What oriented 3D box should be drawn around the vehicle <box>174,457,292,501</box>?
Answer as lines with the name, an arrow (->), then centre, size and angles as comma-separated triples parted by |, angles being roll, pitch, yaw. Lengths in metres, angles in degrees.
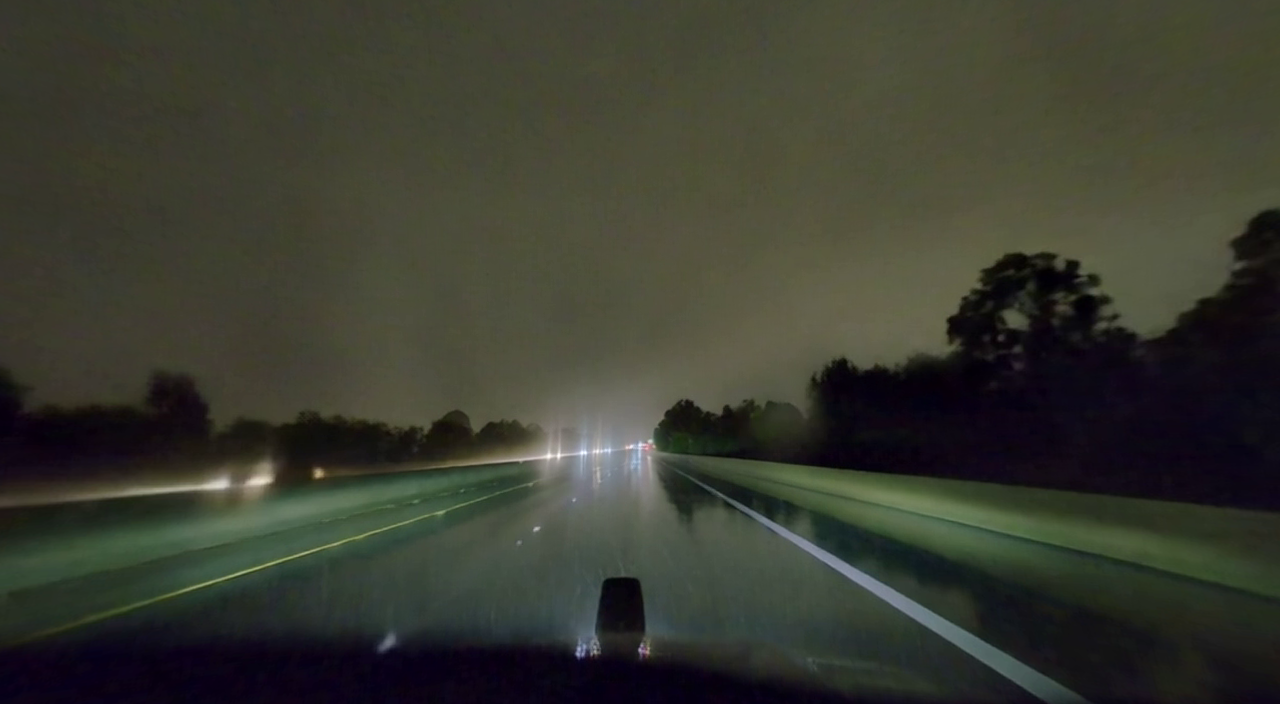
vehicle -> -15.246, 4.741, 23.933 | 1.768, 1.452, 4.110 | 0, -9, -1
